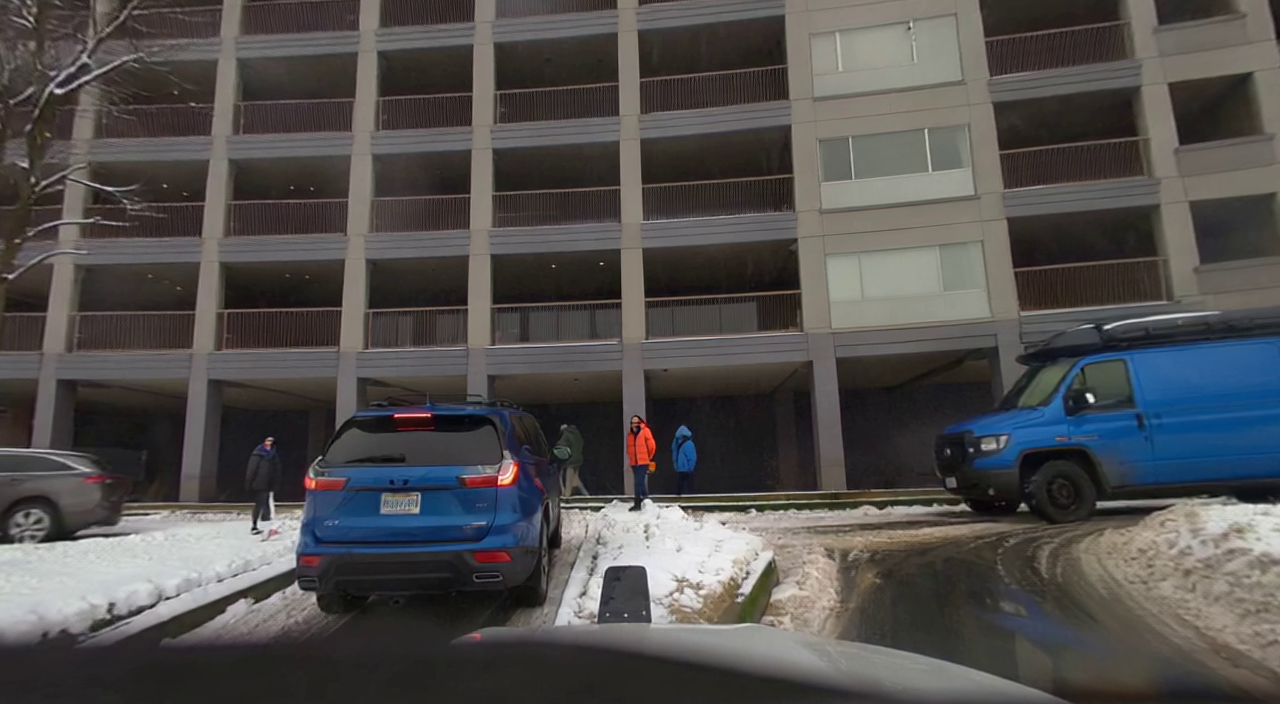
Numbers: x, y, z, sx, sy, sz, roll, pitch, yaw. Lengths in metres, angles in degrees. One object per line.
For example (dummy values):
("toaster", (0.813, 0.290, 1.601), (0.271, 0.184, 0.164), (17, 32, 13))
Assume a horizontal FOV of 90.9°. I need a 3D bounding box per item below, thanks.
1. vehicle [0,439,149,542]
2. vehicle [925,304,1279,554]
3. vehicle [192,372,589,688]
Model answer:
("vehicle", (-12.004, 2.436, 11.195), (2.021, 1.742, 4.654), (-6, -11, 36))
("vehicle", (7.822, 0.993, 8.195), (6.932, 2.753, 2.446), (0, -8, 1))
("vehicle", (-1.631, 1.289, 5.710), (2.144, 1.733, 4.115), (1, -9, -7))
